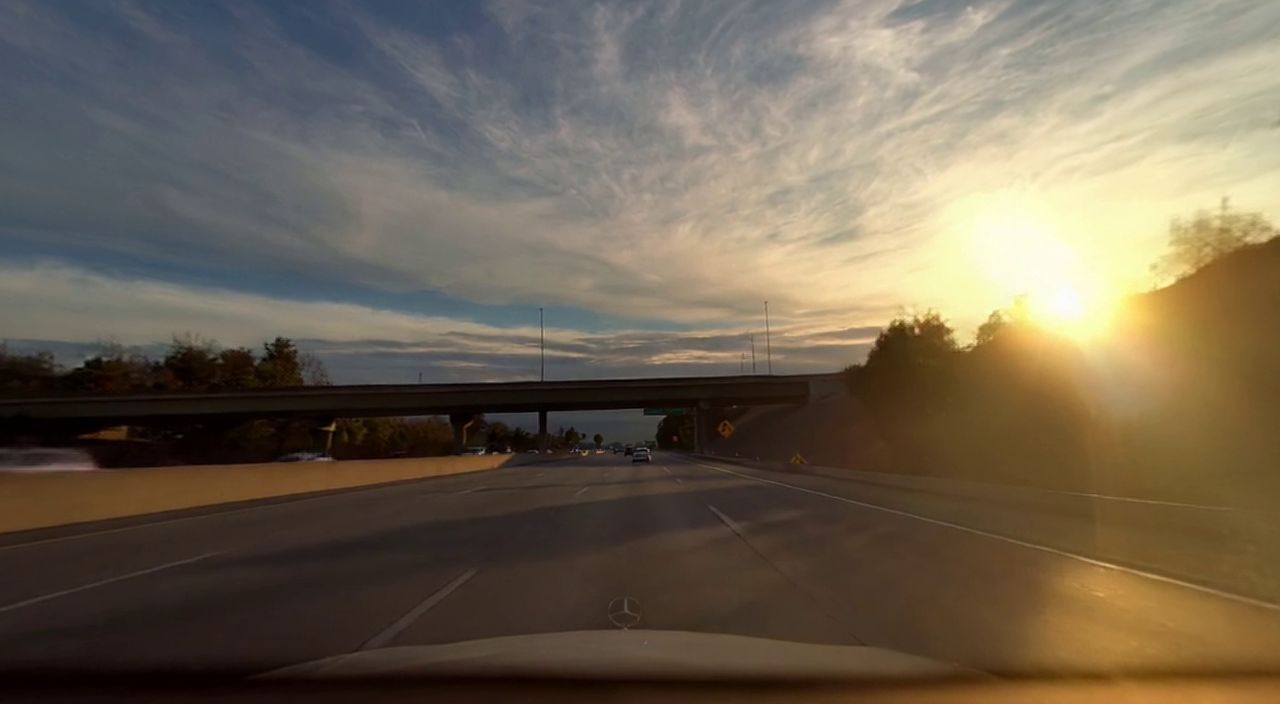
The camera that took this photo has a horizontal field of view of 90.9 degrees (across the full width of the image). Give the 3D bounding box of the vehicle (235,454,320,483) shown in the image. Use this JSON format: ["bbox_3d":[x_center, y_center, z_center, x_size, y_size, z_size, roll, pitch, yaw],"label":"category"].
[{"bbox_3d":[-19.596,6.316,34.311,1.936,1.423,4.438,0,-9,1],"label":"vehicle"}]
